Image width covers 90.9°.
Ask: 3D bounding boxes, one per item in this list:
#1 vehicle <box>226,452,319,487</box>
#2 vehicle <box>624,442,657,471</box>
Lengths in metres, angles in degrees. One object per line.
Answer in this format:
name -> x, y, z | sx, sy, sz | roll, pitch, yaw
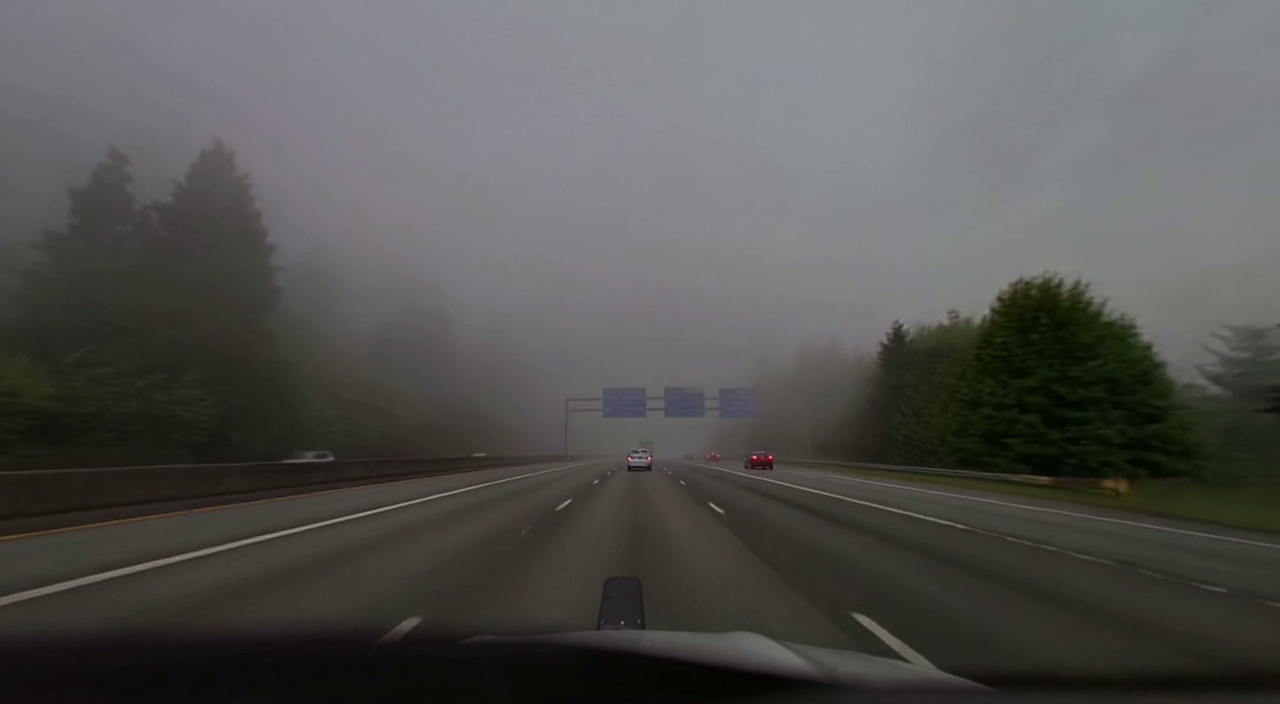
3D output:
vehicle -> -18.798, 5.998, 32.532 | 2.067, 1.640, 4.449 | 0, -9, 1
vehicle -> 0.060, 7.114, 42.834 | 2.167, 1.847, 4.097 | 0, -9, 0
